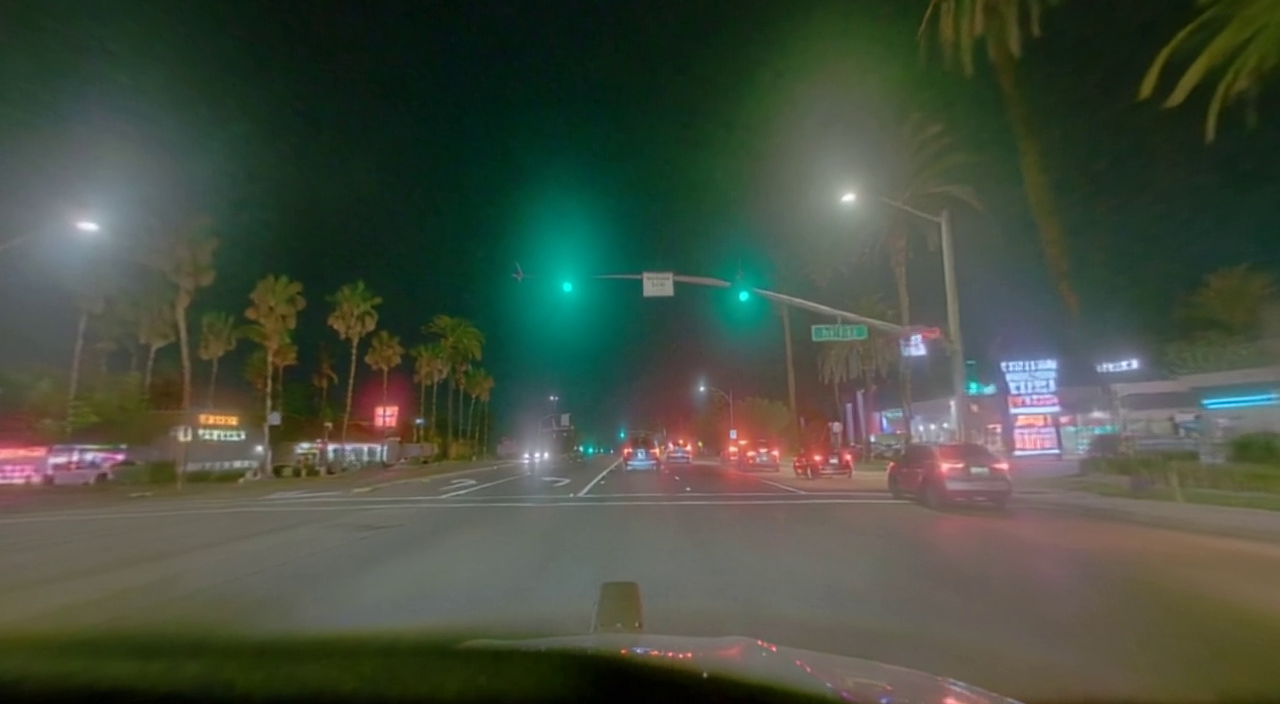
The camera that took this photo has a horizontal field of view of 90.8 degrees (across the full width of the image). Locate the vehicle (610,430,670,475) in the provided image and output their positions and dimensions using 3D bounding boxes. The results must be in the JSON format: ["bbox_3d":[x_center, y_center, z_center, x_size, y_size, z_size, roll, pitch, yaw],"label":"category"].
[{"bbox_3d":[-0.037,4.495,28.284,2.428,1.816,4.959,0,-9,-1],"label":"vehicle"}]

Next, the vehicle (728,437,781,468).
[{"bbox_3d":[6.642,5.906,37.191,2.100,1.675,4.536,0,-9,-2],"label":"vehicle"}]

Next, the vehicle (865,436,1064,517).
[{"bbox_3d":[6.758,2.628,13.849,1.902,1.461,4.428,0,-9,-2],"label":"vehicle"}]

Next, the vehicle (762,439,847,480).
[{"bbox_3d":[6.622,4.394,26.038,2.038,1.476,5.032,0,-9,-1],"label":"vehicle"}]

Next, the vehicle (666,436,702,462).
[{"bbox_3d":[3.146,7.122,46.190,2.187,1.777,4.444,0,-9,-2],"label":"vehicle"}]
